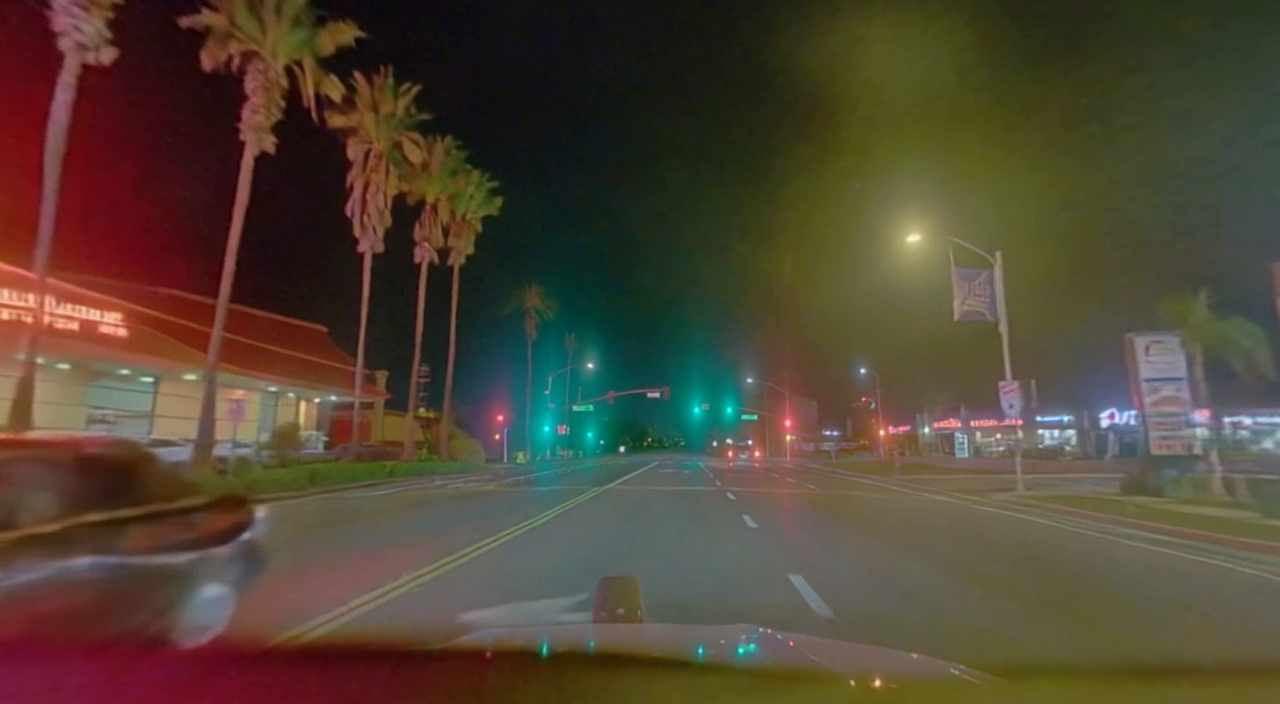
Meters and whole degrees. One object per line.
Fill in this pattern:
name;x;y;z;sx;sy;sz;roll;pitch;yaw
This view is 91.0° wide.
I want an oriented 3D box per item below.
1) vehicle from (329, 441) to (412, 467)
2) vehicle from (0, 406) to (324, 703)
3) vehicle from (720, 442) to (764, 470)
vehicle;-16.661;6.321;39.053;4.242;1.504;1.969;-1;-9;4
vehicle;-4.044;1.032;3.134;2.090;1.489;4.909;-1;-9;4
vehicle;5.813;5.954;36.283;2.065;1.507;4.225;0;-9;3
